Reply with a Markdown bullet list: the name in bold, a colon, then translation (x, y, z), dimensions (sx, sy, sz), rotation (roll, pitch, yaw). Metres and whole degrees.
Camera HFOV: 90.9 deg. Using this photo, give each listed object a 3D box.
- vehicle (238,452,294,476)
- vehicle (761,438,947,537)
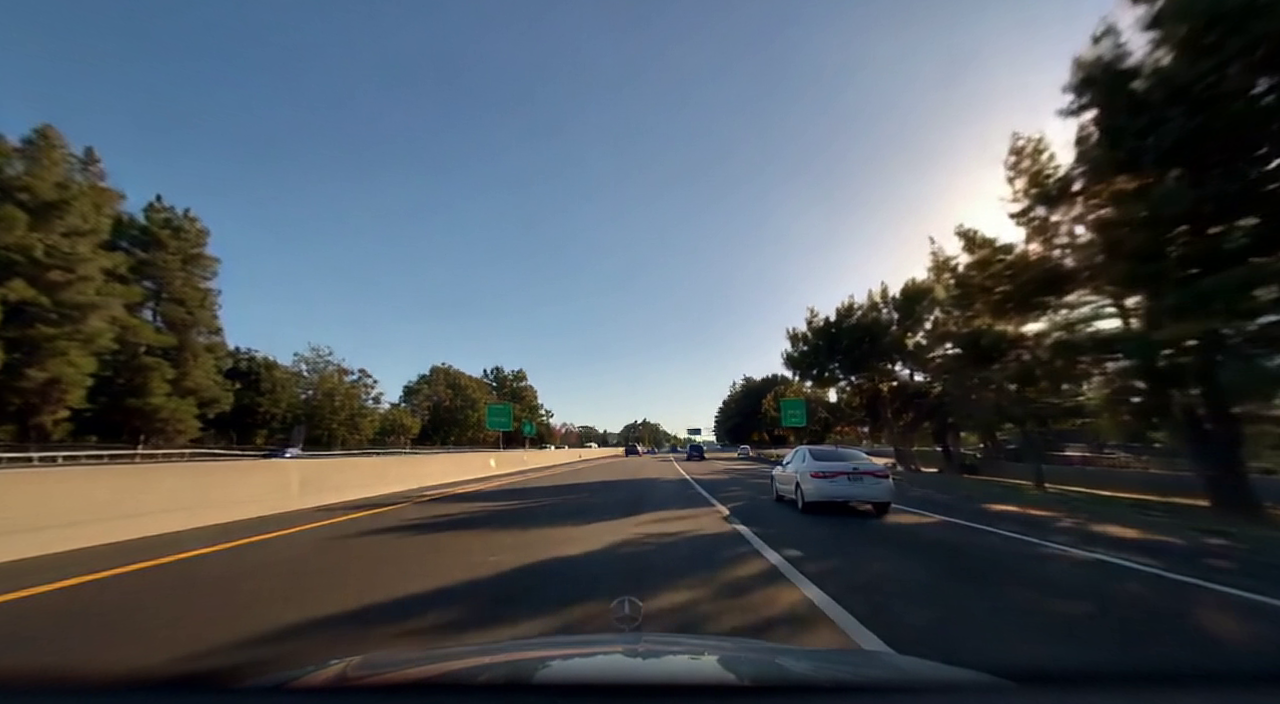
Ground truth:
- **vehicle**: translation (-25.468, 7.591, 43.016), dimensions (1.674, 1.522, 3.369), rotation (0, -9, 1)
- **vehicle**: translation (3.621, 2.351, 11.588), dimensions (1.938, 1.456, 4.204), rotation (0, -9, 0)
